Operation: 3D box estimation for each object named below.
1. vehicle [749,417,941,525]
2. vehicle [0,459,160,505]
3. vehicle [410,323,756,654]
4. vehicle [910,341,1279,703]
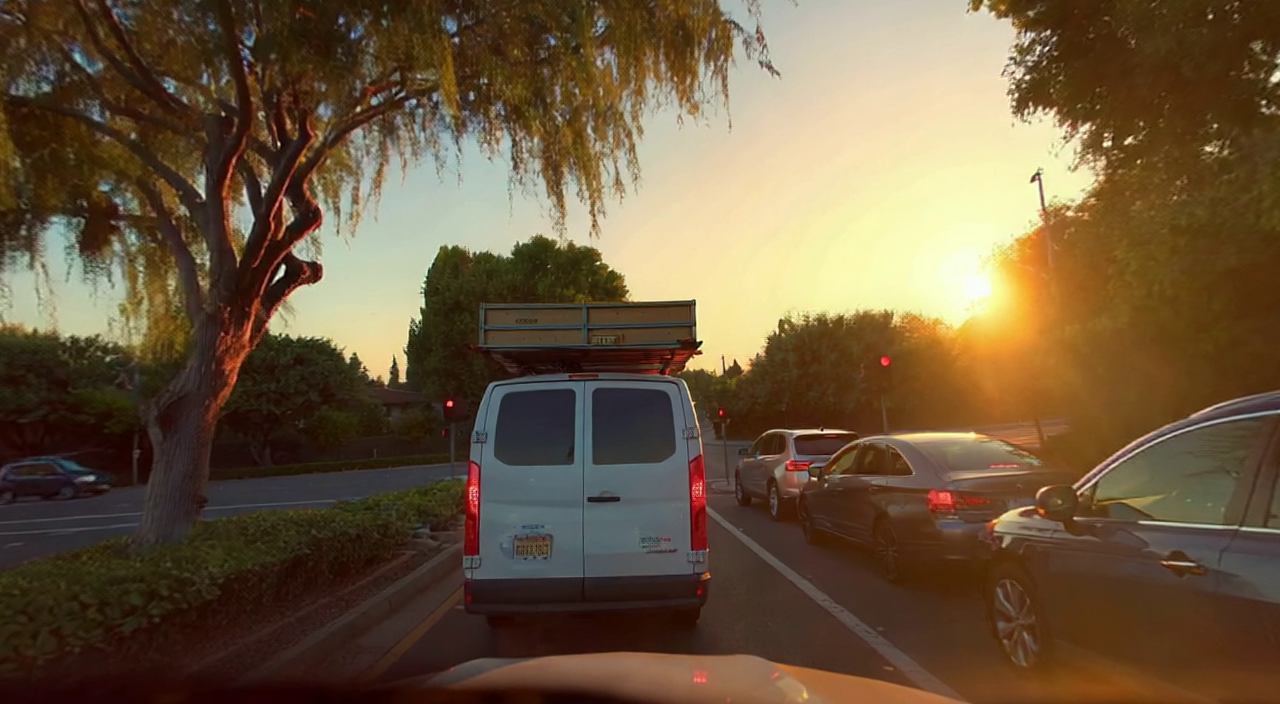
[{"bbox_3d":[3.656,2.219,12.266,2.024,1.692,4.252,1,-9,-4],"label":"vehicle"},{"bbox_3d":[-25.666,5.908,28.929,5.241,1.894,2.257,1,-9,-10],"label":"vehicle"},{"bbox_3d":[-0.357,1.158,6.203,2.145,2.089,4.309,0,-9,0],"label":"vehicle"},{"bbox_3d":[3.452,0.943,3.420,1.965,1.671,4.146,0,-9,-3],"label":"vehicle"}]
